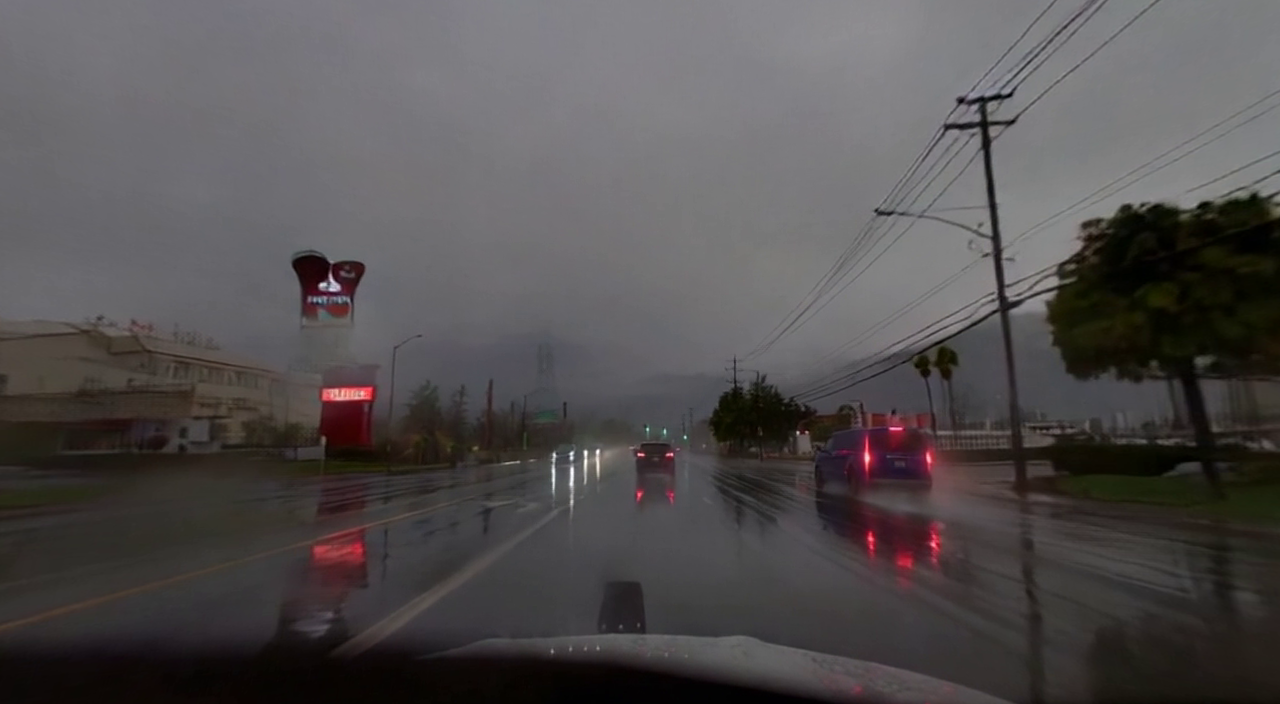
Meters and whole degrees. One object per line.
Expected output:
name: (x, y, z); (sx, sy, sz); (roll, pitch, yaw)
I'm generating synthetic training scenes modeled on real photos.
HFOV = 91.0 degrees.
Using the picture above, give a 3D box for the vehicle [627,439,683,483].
vehicle: (0.598, 4.476, 26.120); (2.138, 1.672, 4.168); (0, -9, 1)

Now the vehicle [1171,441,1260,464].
vehicle: (45.619, 7.991, 49.987); (4.928, 1.678, 1.971); (-1, -10, 1)

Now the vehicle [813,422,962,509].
vehicle: (6.217, 2.910, 16.514); (2.107, 1.928, 4.471); (0, -9, 1)
